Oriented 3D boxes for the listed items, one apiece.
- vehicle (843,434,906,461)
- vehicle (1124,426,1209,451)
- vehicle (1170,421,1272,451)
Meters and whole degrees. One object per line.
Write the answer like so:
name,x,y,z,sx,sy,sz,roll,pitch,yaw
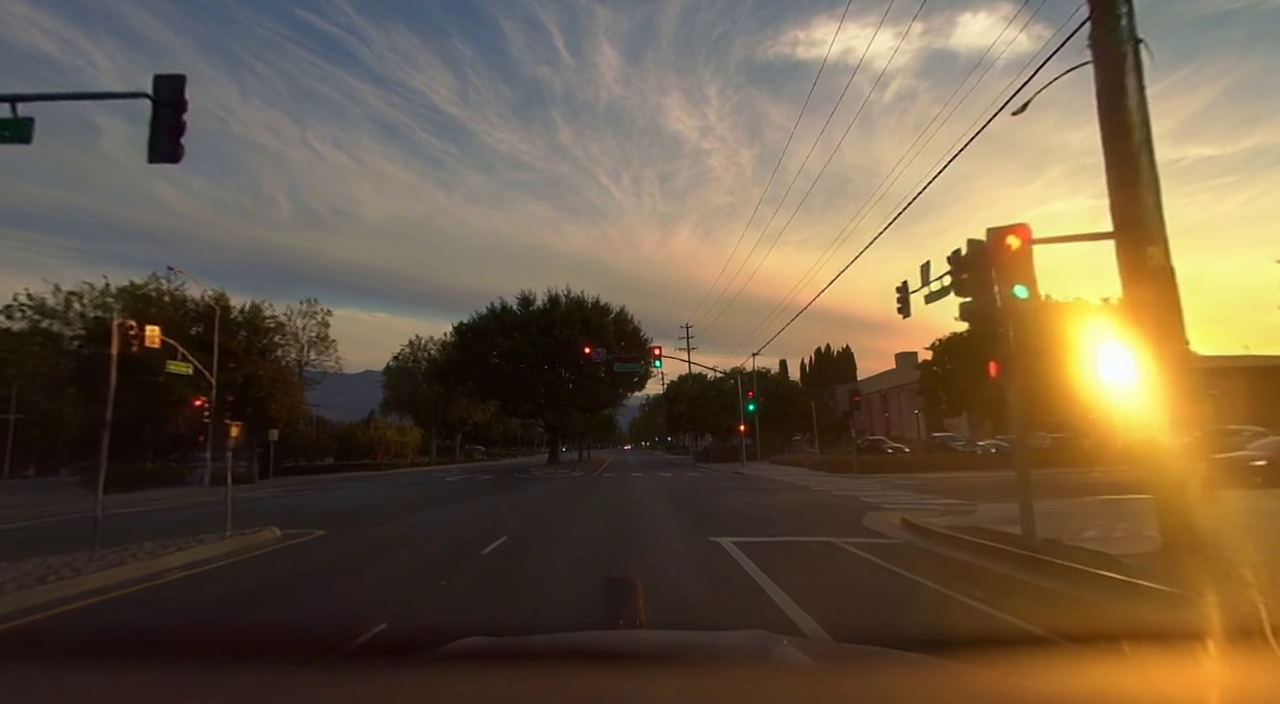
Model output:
vehicle,14.996,6.156,40.722,1.959,1.471,4.570,-4,-9,-4
vehicle,34.142,5.677,41.092,1.832,1.521,4.266,0,-9,0
vehicle,37.135,5.448,40.553,1.916,1.619,4.524,-4,-9,-4
